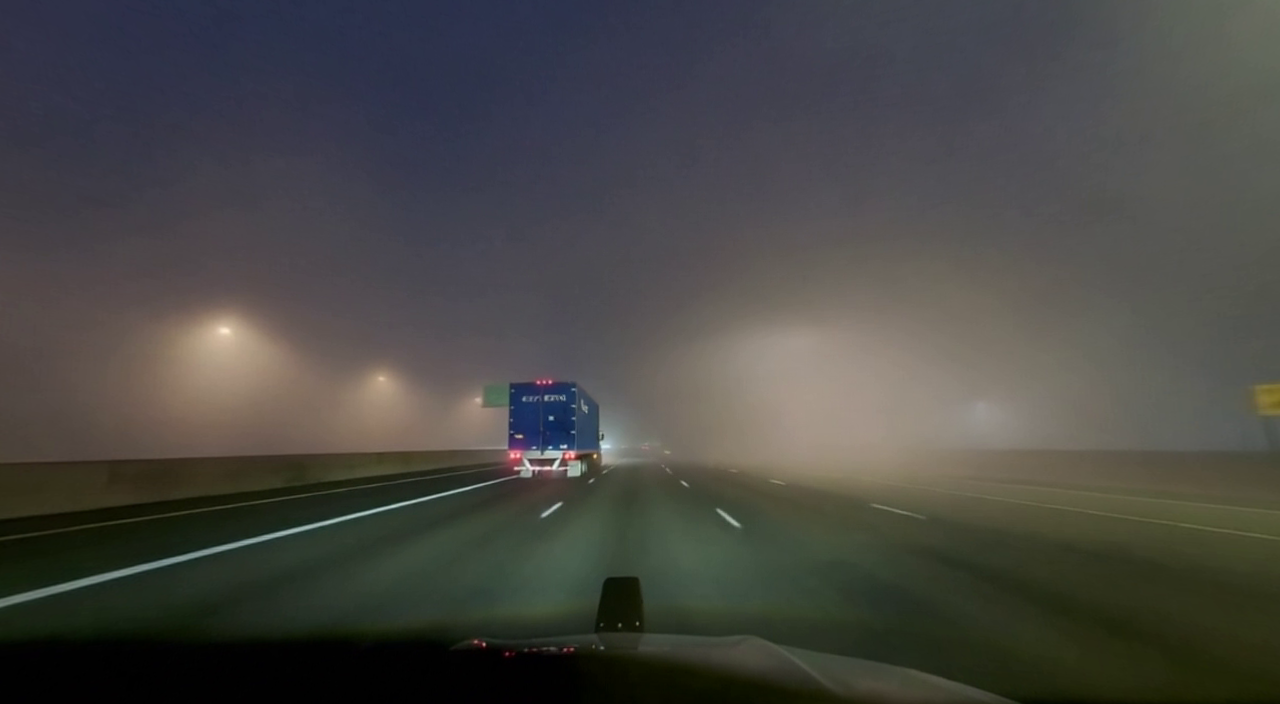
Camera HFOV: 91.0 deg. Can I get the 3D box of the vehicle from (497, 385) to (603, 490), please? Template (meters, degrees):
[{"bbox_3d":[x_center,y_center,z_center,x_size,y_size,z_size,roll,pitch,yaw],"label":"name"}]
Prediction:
[{"bbox_3d":[-3.248,3.479,25.226,2.922,3.458,8.360,0,-9,1],"label":"vehicle"}]
